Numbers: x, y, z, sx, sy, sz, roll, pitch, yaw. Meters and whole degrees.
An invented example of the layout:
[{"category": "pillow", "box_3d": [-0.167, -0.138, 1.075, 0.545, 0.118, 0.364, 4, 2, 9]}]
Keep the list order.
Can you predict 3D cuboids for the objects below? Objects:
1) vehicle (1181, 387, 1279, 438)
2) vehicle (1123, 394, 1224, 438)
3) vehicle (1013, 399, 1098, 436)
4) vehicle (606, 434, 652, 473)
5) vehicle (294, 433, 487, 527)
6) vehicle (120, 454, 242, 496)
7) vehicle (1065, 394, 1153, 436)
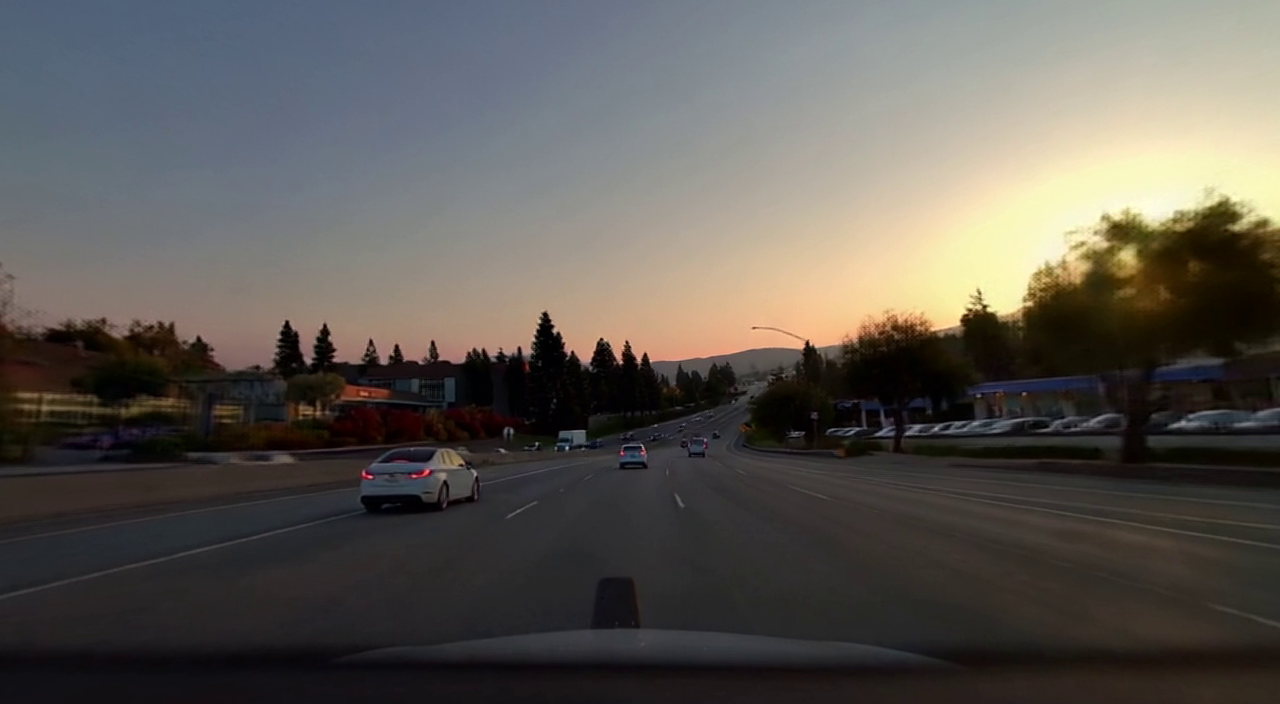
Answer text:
[{"category": "vehicle", "box_3d": [22.391, 2.346, 23.716, 4.353, 1.698, 2.034, 6, -11, -36]}, {"category": "vehicle", "box_3d": [22.338, 2.712, 26.430, 4.068, 1.664, 1.917, 6, -9, -31]}, {"category": "vehicle", "box_3d": [21.649, 3.473, 32.867, 4.431, 1.699, 2.022, 6, -10, -34]}, {"category": "vehicle", "box_3d": [-0.503, 5.313, 33.276, 2.155, 1.856, 4.796, -1, -9, 2]}, {"category": "vehicle", "box_3d": [-4.569, 2.405, 12.467, 1.907, 1.483, 4.562, 0, -9, 0]}, {"category": "vehicle", "box_3d": [-18.073, 4.829, 25.134, 1.822, 1.472, 3.879, -1, -9, 2]}, {"category": "vehicle", "box_3d": [21.739, 2.990, 29.228, 4.418, 1.698, 2.046, 7, -11, -38]}]
